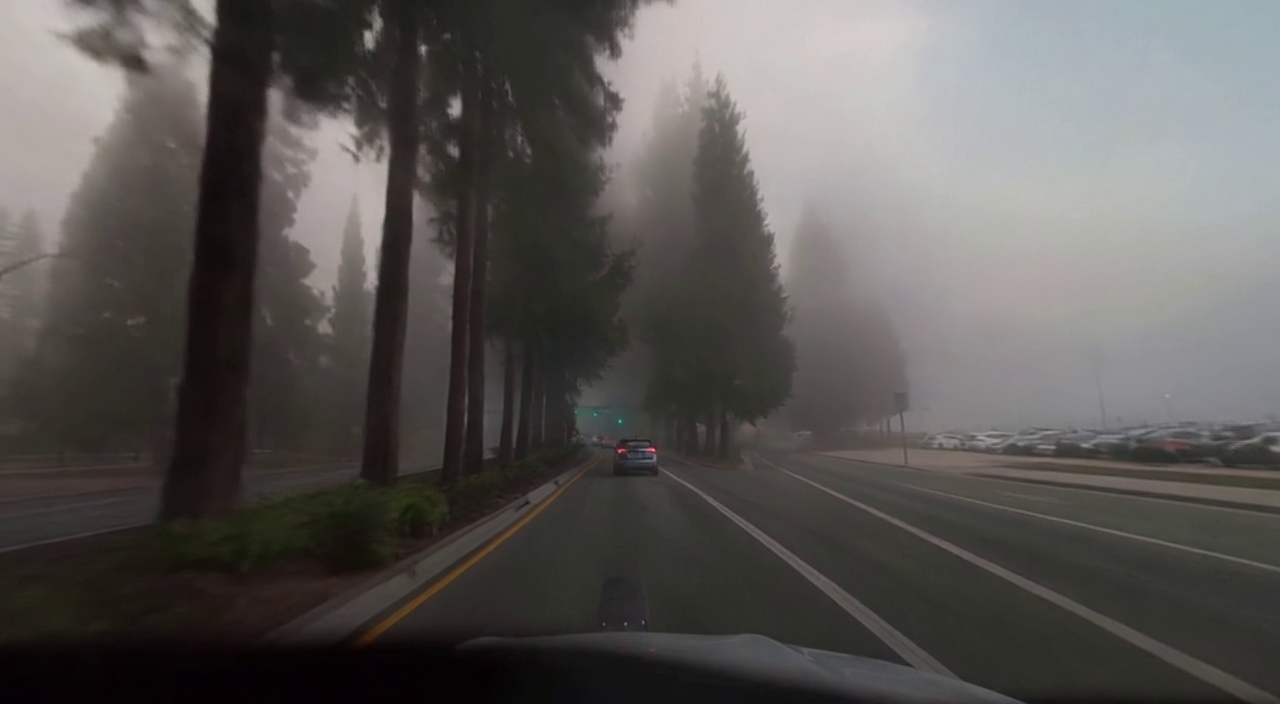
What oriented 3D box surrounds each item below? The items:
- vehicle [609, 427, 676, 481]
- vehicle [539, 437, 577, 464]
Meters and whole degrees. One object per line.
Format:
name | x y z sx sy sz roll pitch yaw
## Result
vehicle | 0.024 3.518 21.995 2.135 1.691 3.884 0 -8 -2
vehicle | -5.043 6.117 39.251 1.950 1.563 3.727 0 -8 -2
